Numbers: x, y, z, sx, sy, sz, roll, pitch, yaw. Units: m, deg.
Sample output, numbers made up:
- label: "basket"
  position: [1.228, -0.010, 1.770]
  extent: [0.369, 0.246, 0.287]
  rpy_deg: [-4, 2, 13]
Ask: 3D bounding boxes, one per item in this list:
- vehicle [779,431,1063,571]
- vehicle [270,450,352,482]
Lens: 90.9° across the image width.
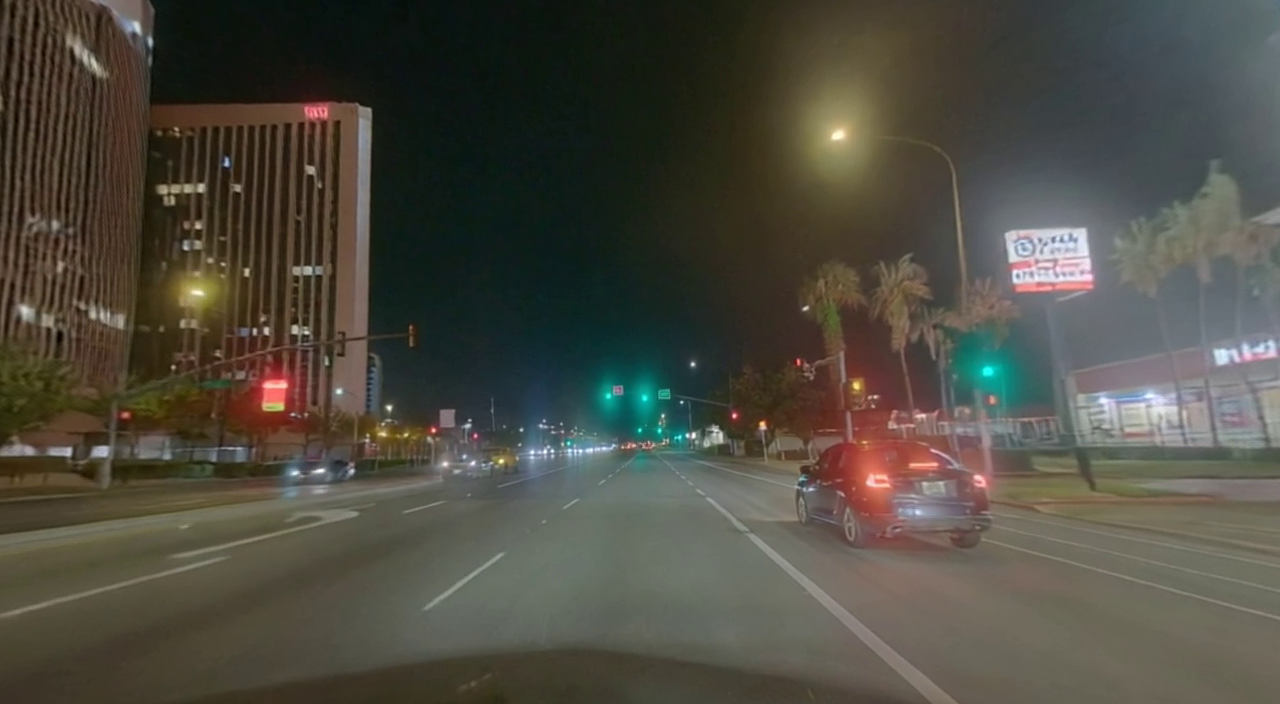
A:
- label: "vehicle"
  position: [3.528, 1.936, 9.154]
  extent: [1.870, 1.467, 4.800]
  rpy_deg: [0, -8, -1]
- label: "vehicle"
  position: [-17.942, 6.213, 34.690]
  extent: [1.899, 1.615, 4.784]
  rpy_deg: [0, -8, 1]
